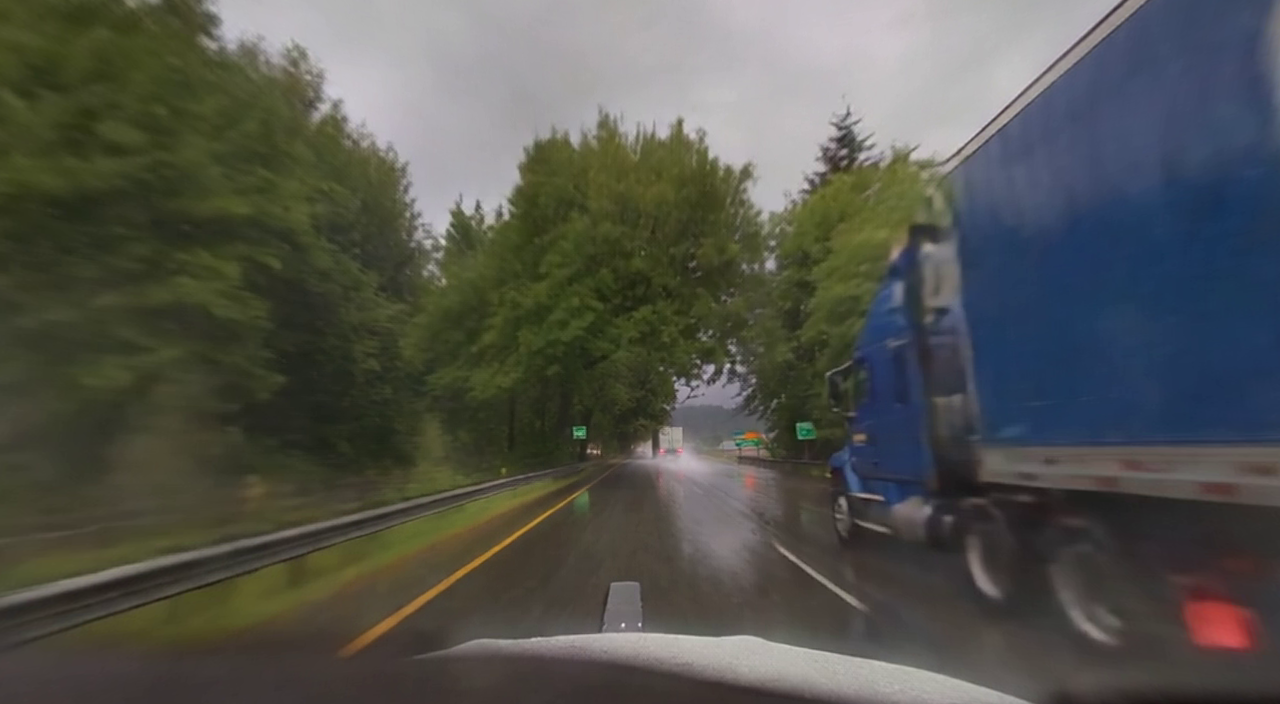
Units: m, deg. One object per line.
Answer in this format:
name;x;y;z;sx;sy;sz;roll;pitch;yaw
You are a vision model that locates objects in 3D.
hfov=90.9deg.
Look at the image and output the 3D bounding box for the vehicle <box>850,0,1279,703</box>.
vehicle;4.207;-0.778;0.290;3.231;4.102;14.393;0;-9;0
